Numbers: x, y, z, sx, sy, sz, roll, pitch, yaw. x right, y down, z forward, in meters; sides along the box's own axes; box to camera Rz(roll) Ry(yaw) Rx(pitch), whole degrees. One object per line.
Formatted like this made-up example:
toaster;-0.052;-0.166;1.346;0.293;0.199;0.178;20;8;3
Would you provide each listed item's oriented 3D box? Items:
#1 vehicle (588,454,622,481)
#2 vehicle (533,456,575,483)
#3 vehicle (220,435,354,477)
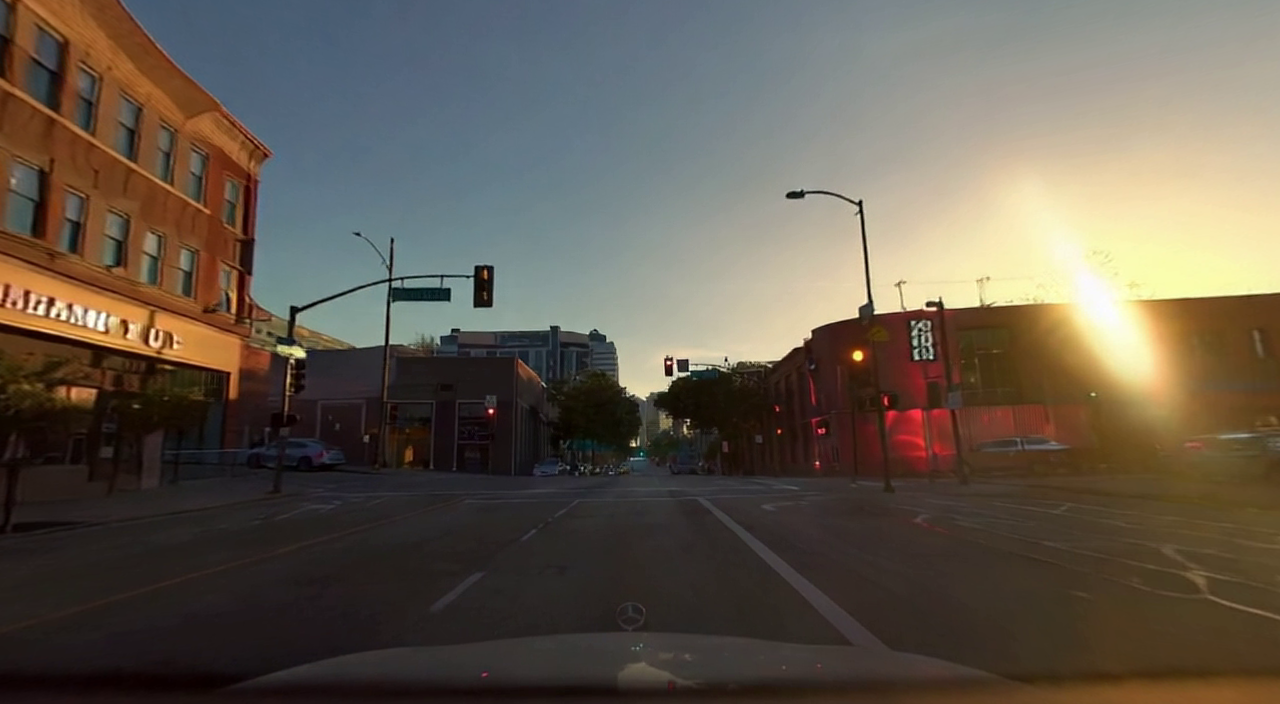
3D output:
vehicle;-2.355;7.900;43.406;1.981;1.625;4.399;0;-8;1
vehicle;-5.845;8.026;43.424;2.167;1.643;4.518;-1;-8;2
vehicle;-17.651;5.196;31.711;5.376;1.994;2.196;0;-8;1
